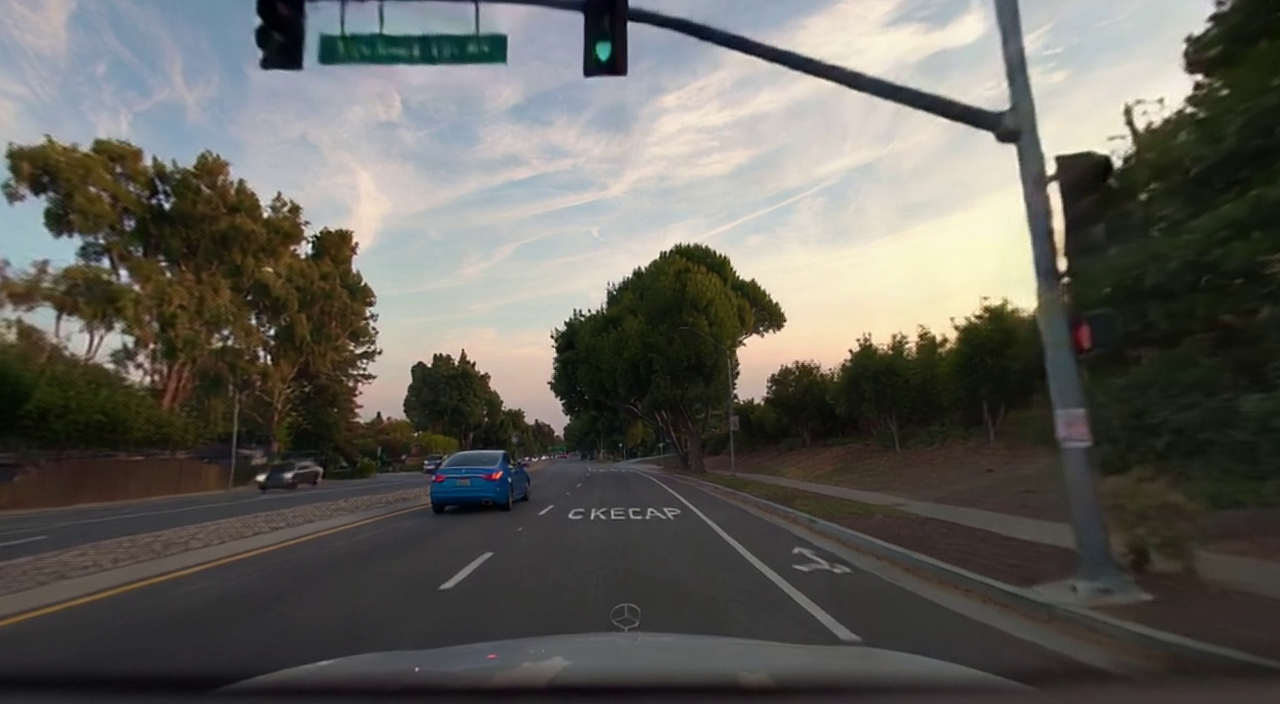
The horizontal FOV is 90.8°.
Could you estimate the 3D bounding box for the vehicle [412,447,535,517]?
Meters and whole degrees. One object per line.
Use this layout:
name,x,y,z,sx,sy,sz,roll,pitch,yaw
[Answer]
vehicle,-4.044,3.220,16.230,1.980,1.508,4.502,0,-9,-1

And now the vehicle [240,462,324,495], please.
vehicle,-18.332,6.462,32.628,1.874,1.494,4.395,0,-9,-2
